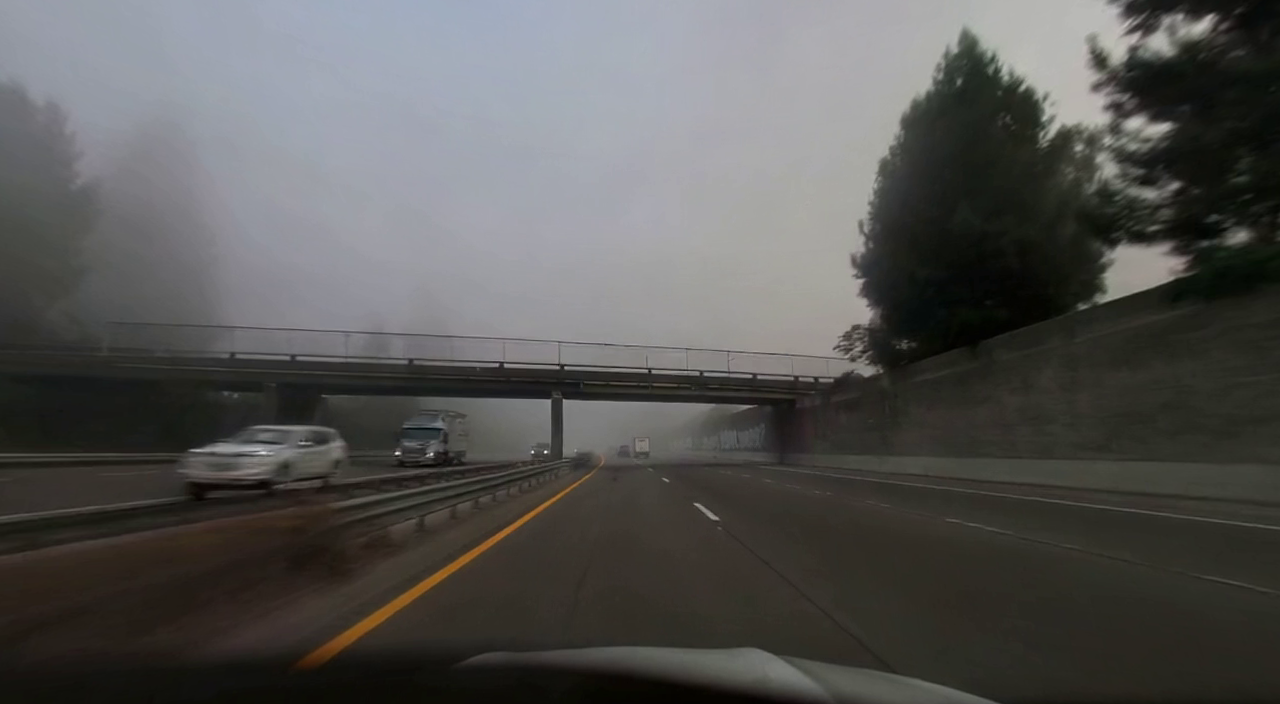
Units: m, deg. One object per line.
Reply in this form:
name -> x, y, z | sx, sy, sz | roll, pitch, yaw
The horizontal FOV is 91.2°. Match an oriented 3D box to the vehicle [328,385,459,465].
vehicle -> -14.437, 4.745, 38.596 | 3.020, 3.998, 14.022 | 0, -9, -3

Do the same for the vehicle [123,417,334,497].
vehicle -> -9.305, 2.436, 14.764 | 1.964, 1.571, 4.454 | 0, -9, 0
